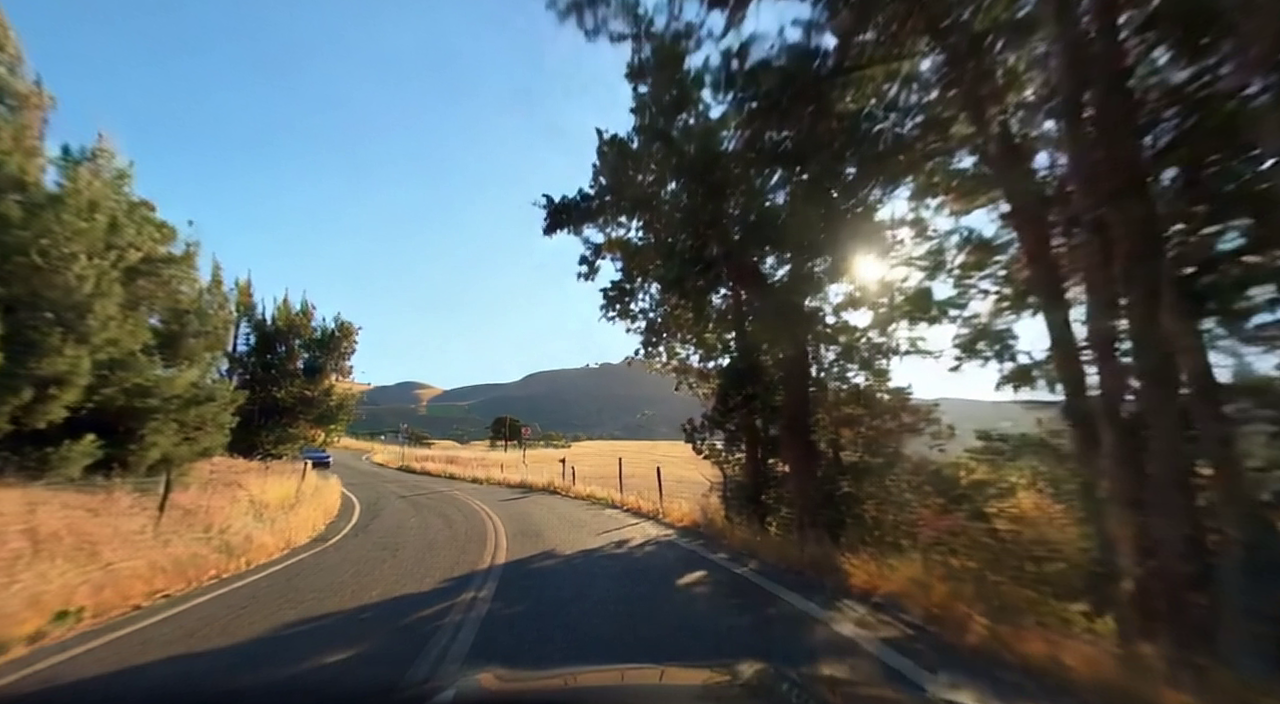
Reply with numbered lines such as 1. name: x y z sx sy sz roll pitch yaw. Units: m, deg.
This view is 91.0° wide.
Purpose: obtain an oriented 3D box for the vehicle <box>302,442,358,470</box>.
1. vehicle: -19.658 6.546 39.857 2.075 1.562 4.241 8 -11 -40
